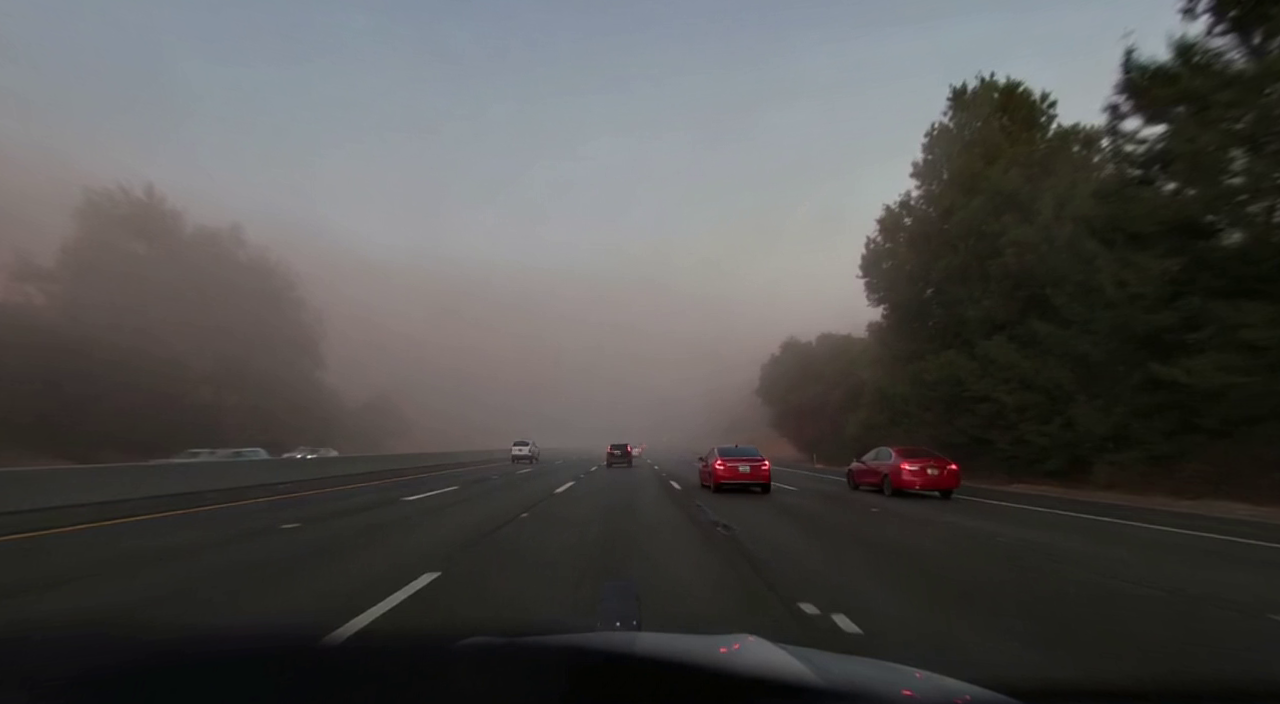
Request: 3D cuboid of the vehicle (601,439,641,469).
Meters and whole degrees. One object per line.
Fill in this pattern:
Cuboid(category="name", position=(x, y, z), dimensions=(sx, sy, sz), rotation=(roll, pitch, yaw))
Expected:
Cuboid(category="vehicle", position=(-1.125, 6.081, 37.836), dimensions=(2.277, 1.675, 4.023), rotation=(0, -8, -1))

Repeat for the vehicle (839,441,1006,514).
Cuboid(category="vehicle", position=(6.476, 2.890, 15.120), dimensions=(1.845, 1.452, 4.352), rotation=(0, -8, -2))

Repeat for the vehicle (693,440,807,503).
Cuboid(category="vehicle", position=(2.844, 3.219, 17.576), dimensions=(2.120, 1.492, 4.734), rotation=(0, -8, -3))
